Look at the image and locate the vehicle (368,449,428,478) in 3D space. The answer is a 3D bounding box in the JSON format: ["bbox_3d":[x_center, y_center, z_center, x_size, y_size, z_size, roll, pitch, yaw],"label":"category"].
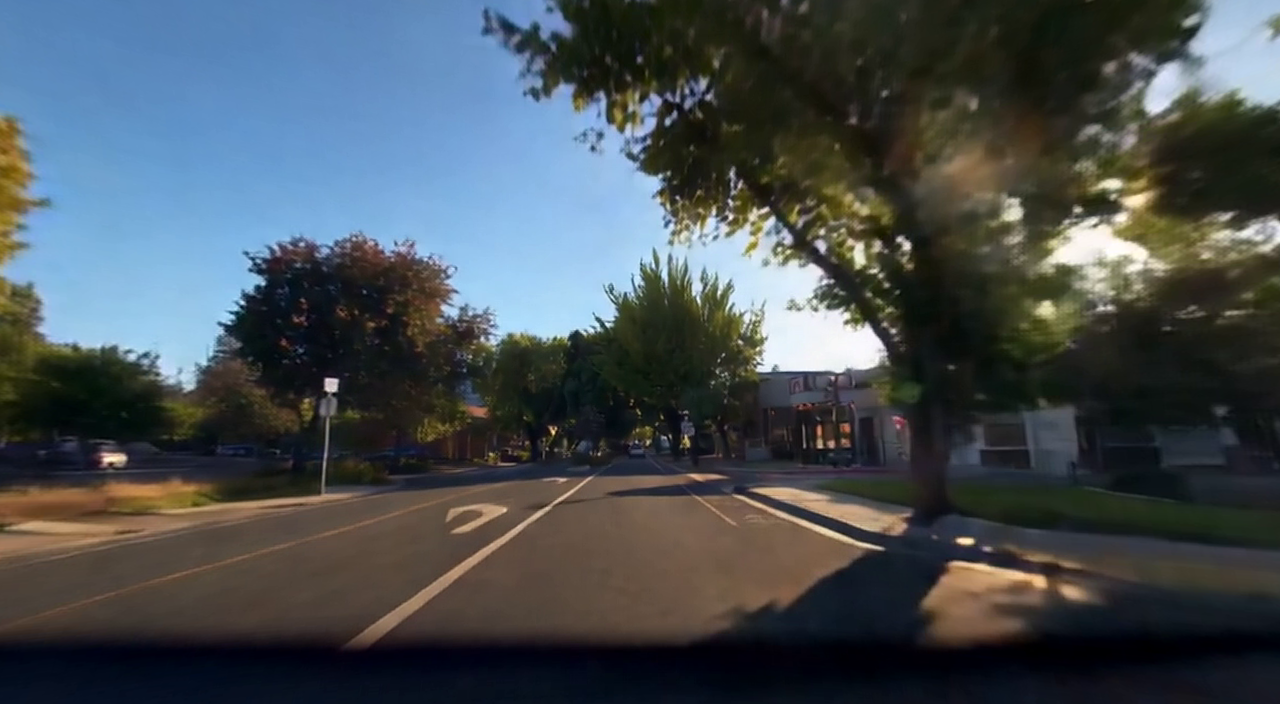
[{"bbox_3d":[-13.404,6.097,34.850,2.061,1.475,4.357,6,-10,-34],"label":"vehicle"}]
